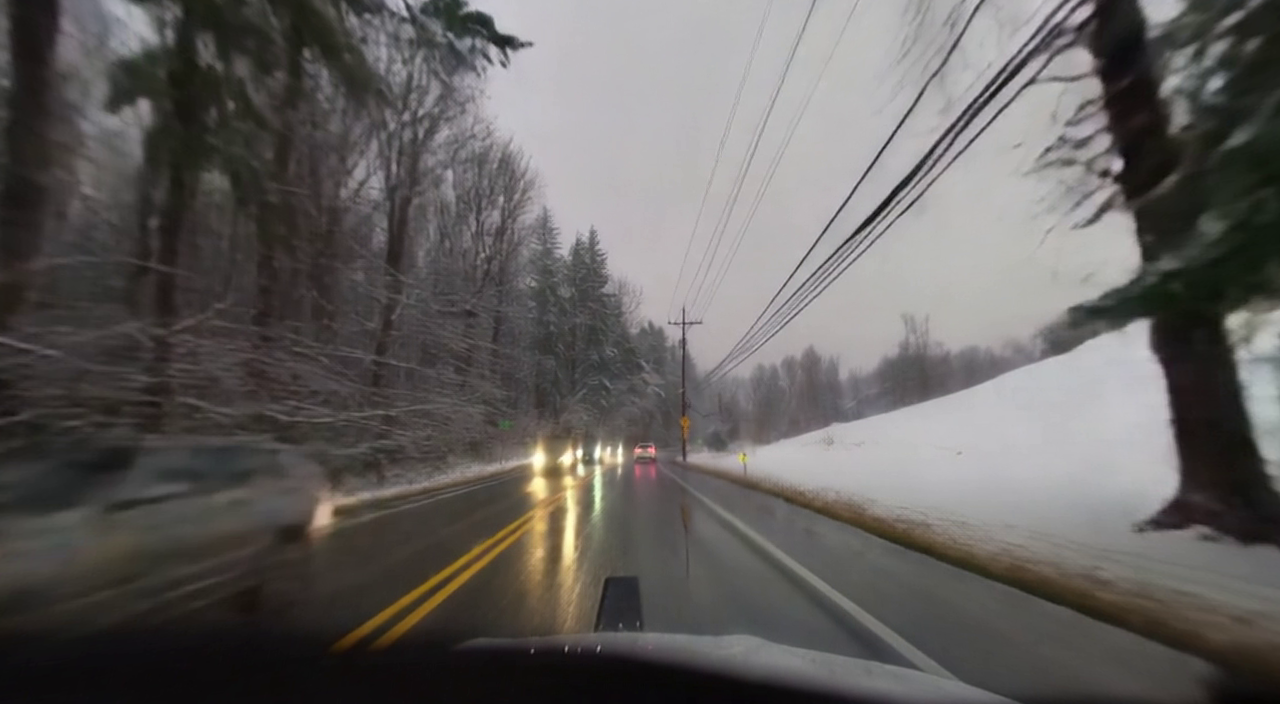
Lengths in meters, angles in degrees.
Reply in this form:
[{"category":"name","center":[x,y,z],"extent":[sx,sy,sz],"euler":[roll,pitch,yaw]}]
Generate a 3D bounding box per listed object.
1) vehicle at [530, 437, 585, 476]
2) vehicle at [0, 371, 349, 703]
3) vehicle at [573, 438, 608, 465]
[{"category":"vehicle","center":[-3.894,5.008,30.435],"extent":[2.013,1.743,4.205],"euler":[0,-9,0]},{"category":"vehicle","center":[-3.920,1.143,4.037],"extent":[2.155,1.727,4.142],"euler":[0,-9,-1]},{"category":"vehicle","center":[-3.599,7.332,46.674],"extent":[2.120,1.821,4.650],"euler":[0,-9,1]}]
